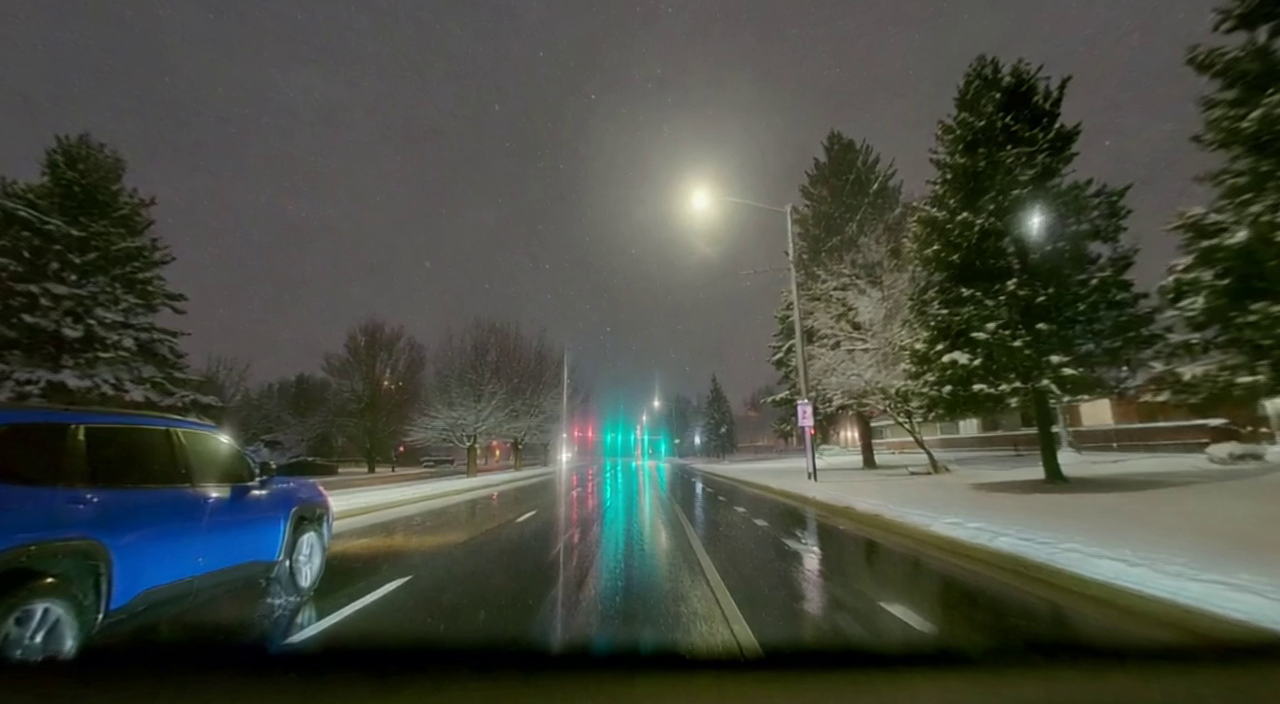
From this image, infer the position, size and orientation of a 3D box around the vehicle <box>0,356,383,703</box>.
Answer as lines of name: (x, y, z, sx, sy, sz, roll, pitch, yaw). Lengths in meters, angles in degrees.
vehicle: (-3.661, 1.116, 4.061, 2.121, 1.724, 4.392, 0, -9, 0)
